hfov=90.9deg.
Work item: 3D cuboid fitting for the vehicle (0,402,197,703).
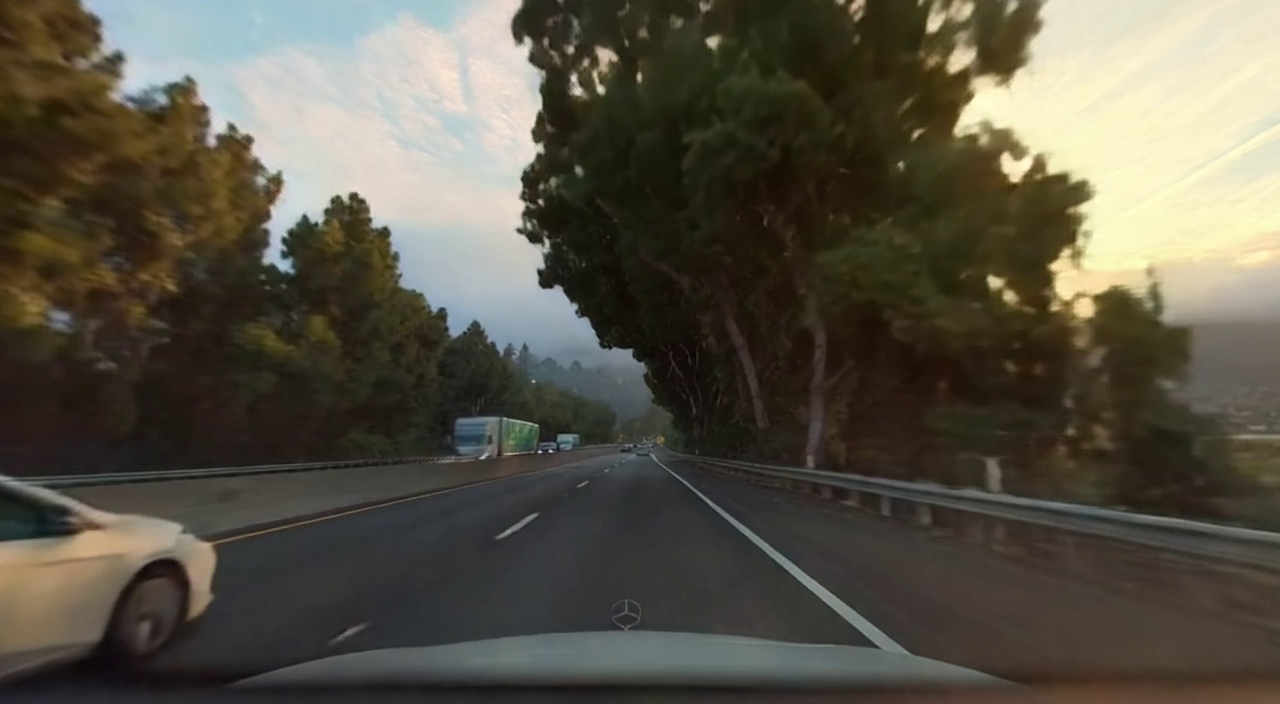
[{"bbox_3d":[-3.548,0.753,1.215,1.969,1.505,4.636,0,-9,1],"label":"vehicle"}]
